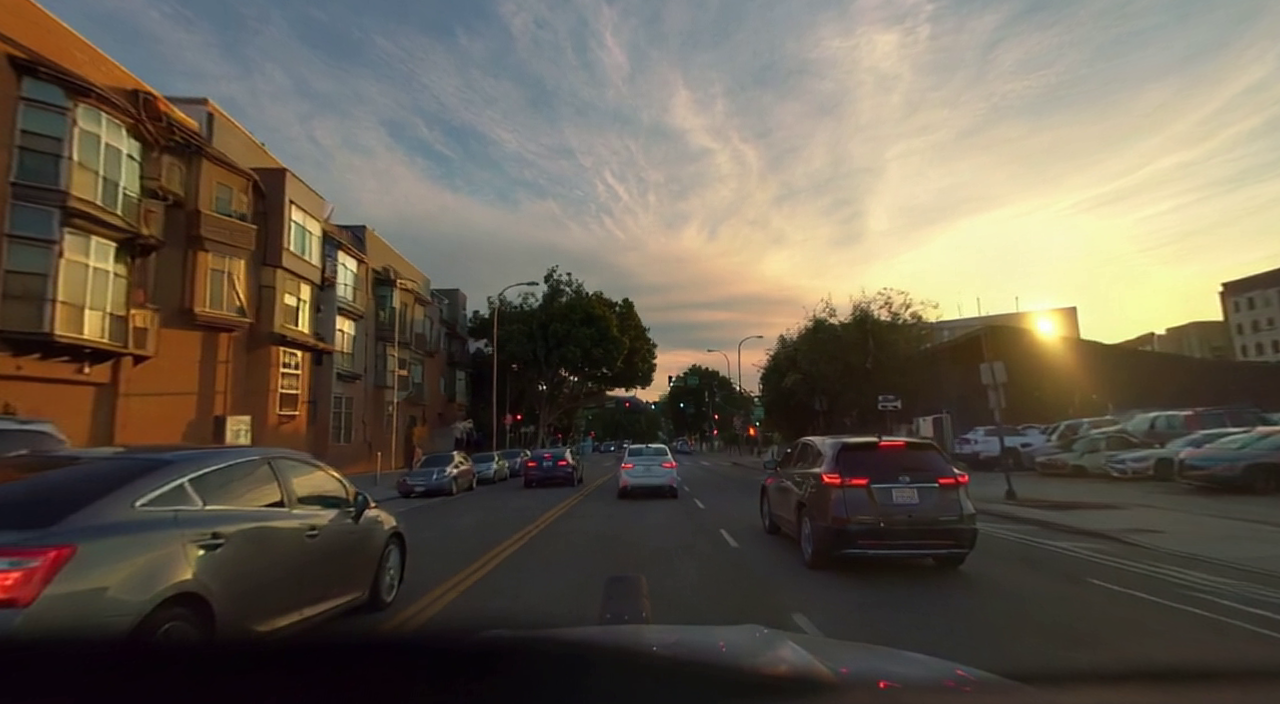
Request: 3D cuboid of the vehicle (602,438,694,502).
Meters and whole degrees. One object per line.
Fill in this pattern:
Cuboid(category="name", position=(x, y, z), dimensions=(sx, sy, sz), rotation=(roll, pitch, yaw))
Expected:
Cuboid(category="vehicle", position=(0.179, 3.077, 16.850), dimensions=(2.139, 1.466, 4.373), rotation=(0, -9, 0))

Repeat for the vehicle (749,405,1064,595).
Cuboid(category="vehicle", position=(2.805, 1.690, 8.001), dimensions=(2.094, 1.709, 4.394), rotation=(0, -9, 1))

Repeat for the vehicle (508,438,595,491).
Cuboid(category="vehicle", position=(-2.705, 3.607, 20.520), dimensions=(2.019, 1.507, 4.643), rotation=(0, -9, 2))

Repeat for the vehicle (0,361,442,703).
Cuboid(category="vehicle", position=(-3.022, 1.143, 4.080), dimensions=(2.085, 1.619, 3.976), rotation=(0, -9, 1))
